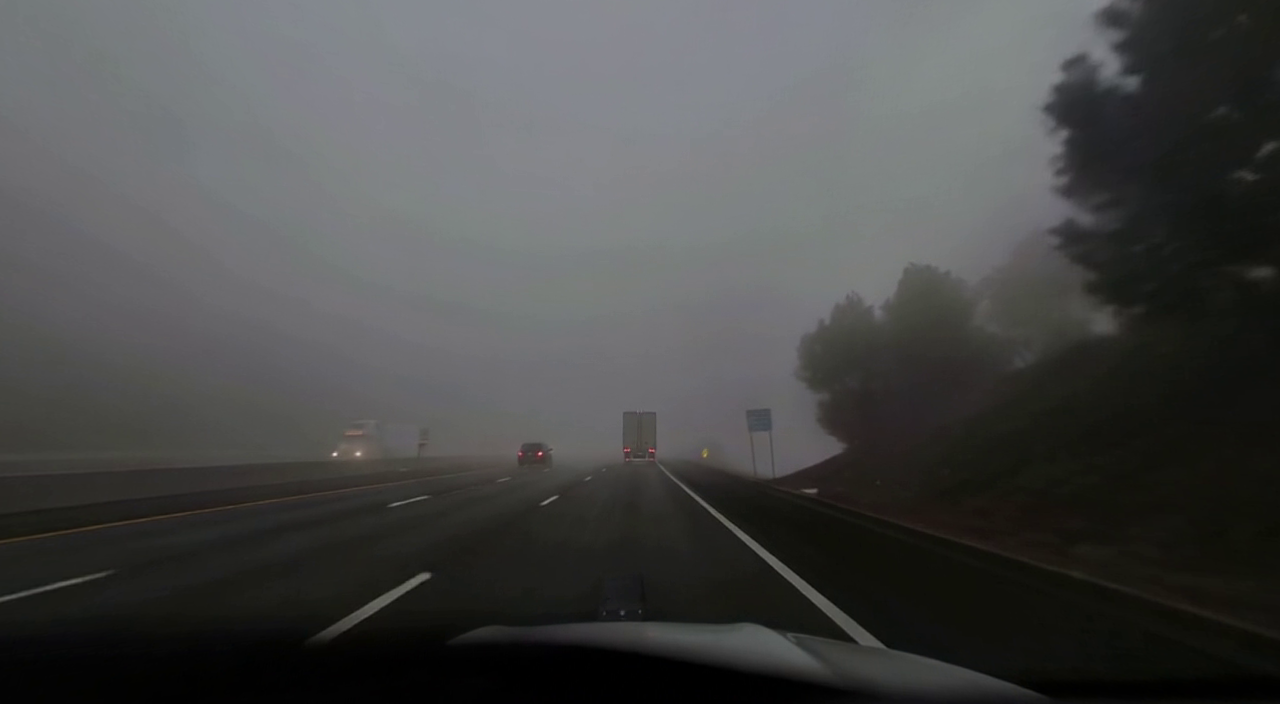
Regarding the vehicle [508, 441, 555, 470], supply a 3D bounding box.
[{"bbox_3d":[-6.736,6.506,39.704,2.067,1.676,4.789,0,-9,1],"label":"vehicle"}]
